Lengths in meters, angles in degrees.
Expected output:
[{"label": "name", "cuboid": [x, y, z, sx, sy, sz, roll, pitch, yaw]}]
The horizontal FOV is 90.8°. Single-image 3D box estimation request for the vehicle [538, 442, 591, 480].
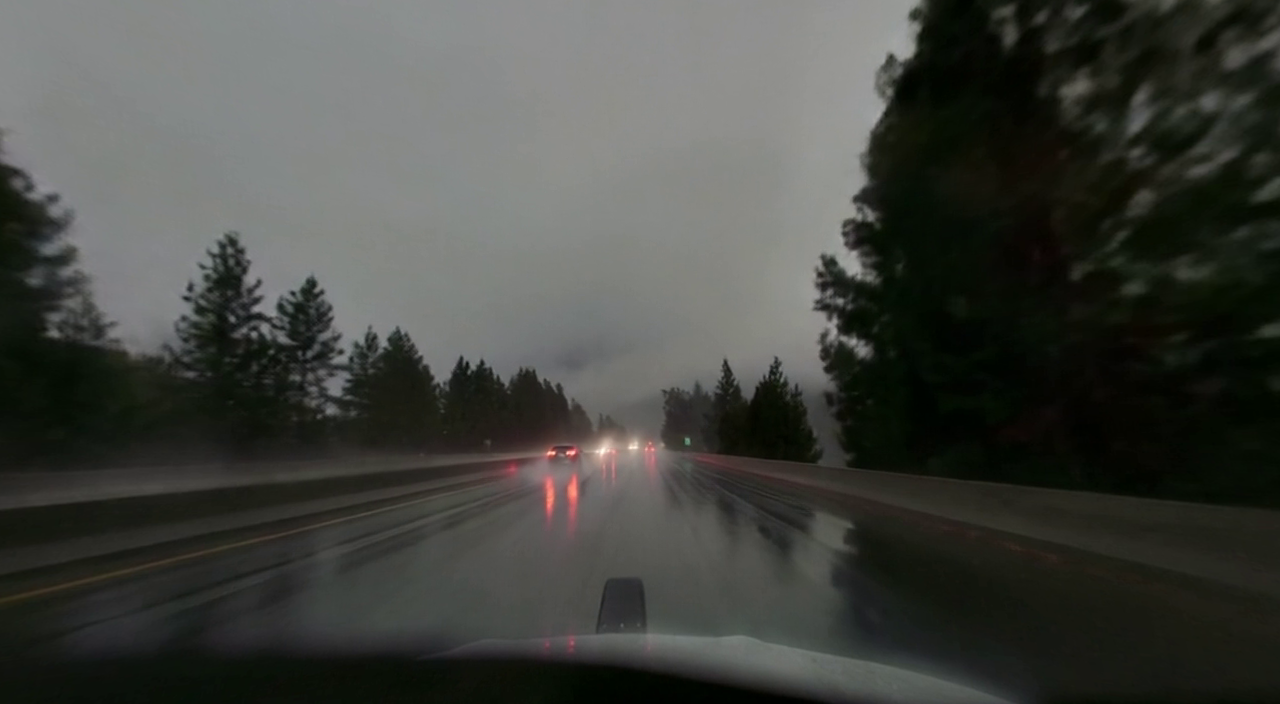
[{"label": "vehicle", "cuboid": [-3.388, 4.967, 29.017, 1.846, 1.600, 4.108, 0, -9, 1]}]
